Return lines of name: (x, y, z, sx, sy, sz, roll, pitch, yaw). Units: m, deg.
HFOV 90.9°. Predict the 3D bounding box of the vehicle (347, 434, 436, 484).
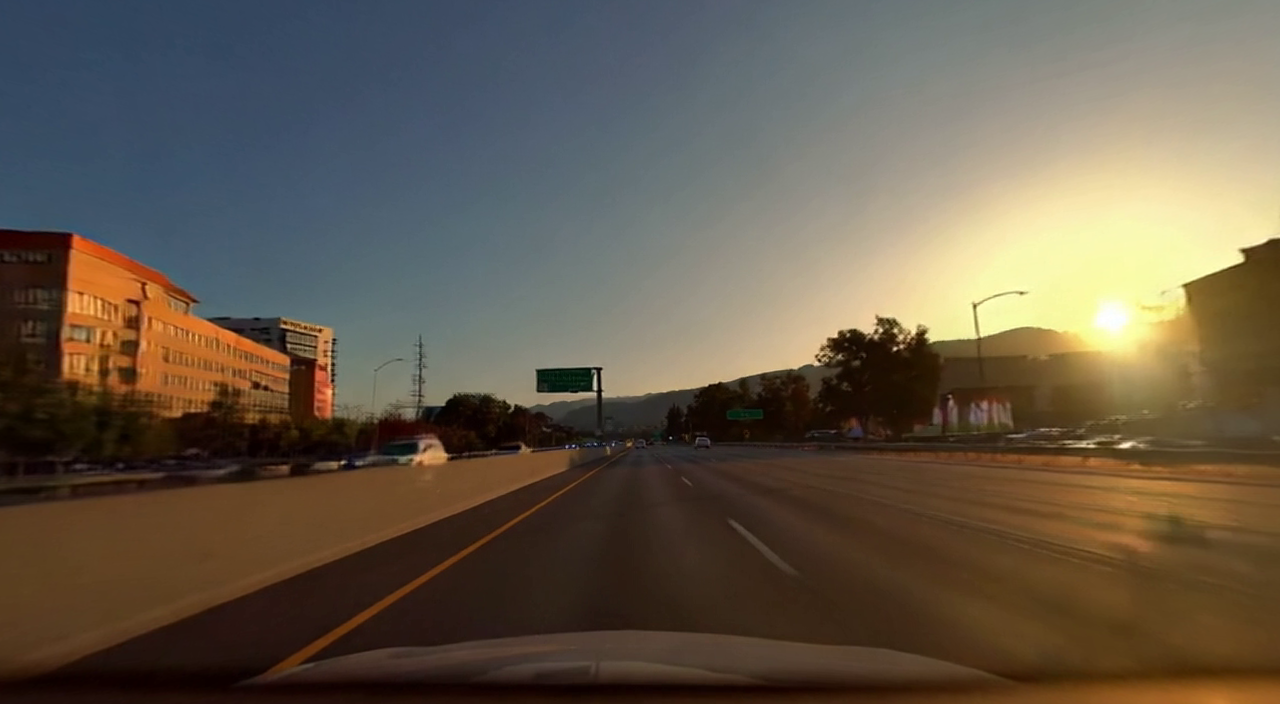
vehicle: (-11.141, 4.819, 28.727, 2.112, 2.072, 4.744, 0, -8, 0)
